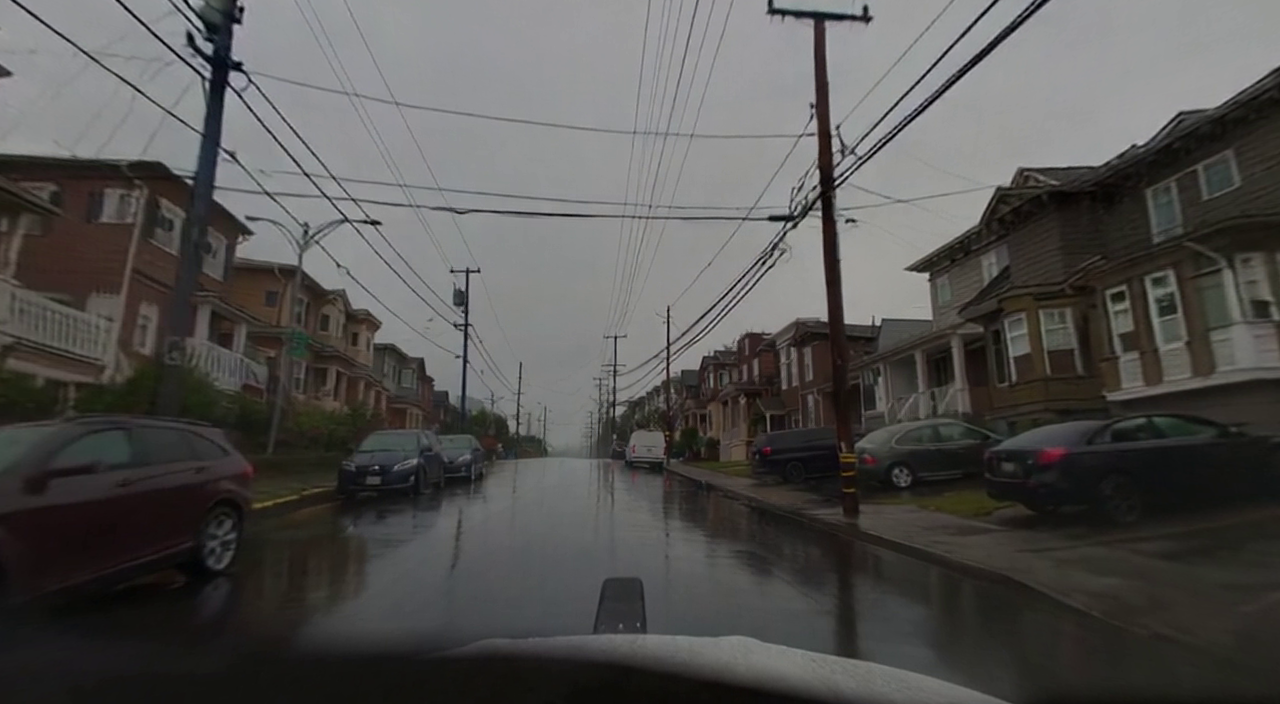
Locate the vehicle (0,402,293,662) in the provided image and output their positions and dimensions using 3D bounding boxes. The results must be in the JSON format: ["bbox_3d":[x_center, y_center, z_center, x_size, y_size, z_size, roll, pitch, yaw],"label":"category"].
[{"bbox_3d":[-4.995,1.183,4.913,2.084,1.522,4.925,3,-6,-5],"label":"vehicle"}]

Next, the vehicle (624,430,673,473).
[{"bbox_3d":[0.403,5.652,36.243,2.343,2.229,4.199,2,-8,-4],"label":"vehicle"}]

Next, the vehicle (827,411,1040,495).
[{"bbox_3d":[7.243,2.505,15.867,4.315,1.736,1.950,-2,-8,-7],"label":"vehicle"}]

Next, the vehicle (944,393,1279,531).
[{"bbox_3d":[7.422,1.615,9.726,4.316,1.730,2.166,-1,-8,-6],"label":"vehicle"}]

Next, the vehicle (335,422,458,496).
[{"bbox_3d":[-6.166,2.689,16.516,1.967,1.656,3.924,2,-7,-6],"label":"vehicle"}]
